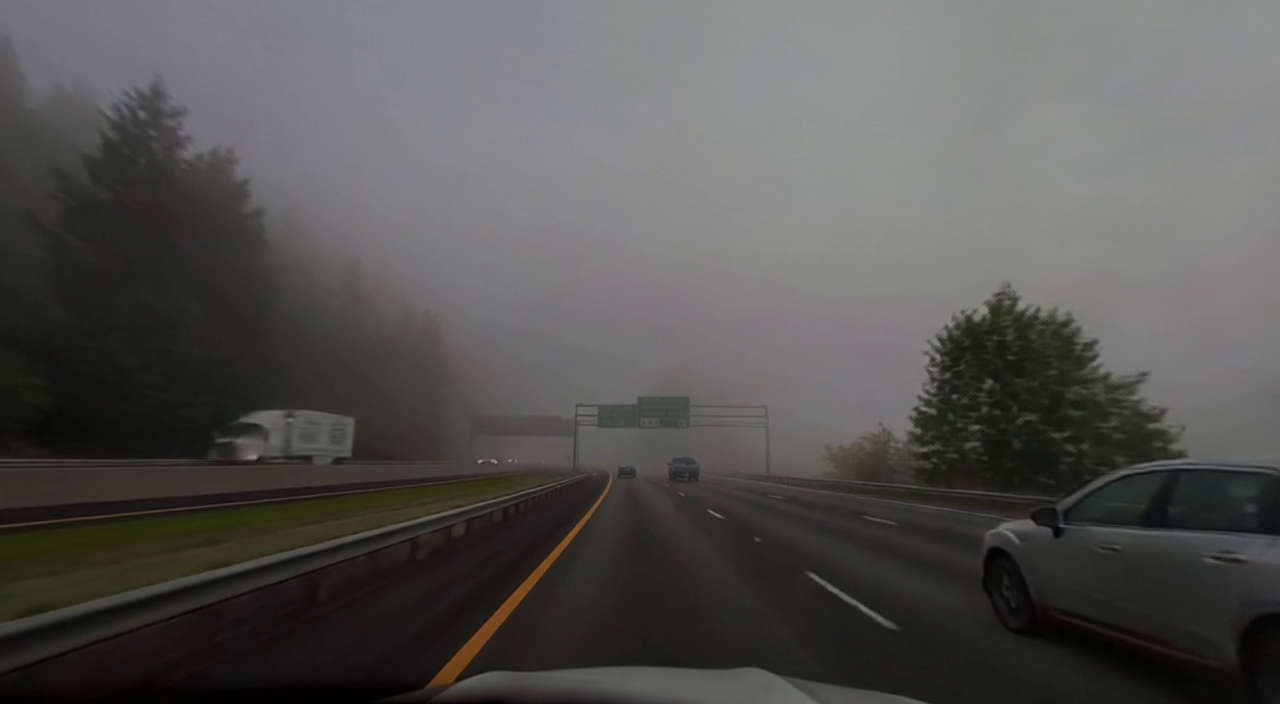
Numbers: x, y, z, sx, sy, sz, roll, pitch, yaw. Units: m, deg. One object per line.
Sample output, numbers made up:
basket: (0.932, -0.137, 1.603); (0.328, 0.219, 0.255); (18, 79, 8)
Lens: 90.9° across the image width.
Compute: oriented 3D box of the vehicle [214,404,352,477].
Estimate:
vehicle: (-21.608, 5.667, 39.069); (3.104, 3.928, 9.331); (1, -10, -2)

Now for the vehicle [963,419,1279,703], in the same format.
vehicle: (3.955, 1.267, 3.408); (2.132, 1.662, 4.180); (1, -10, -1)
